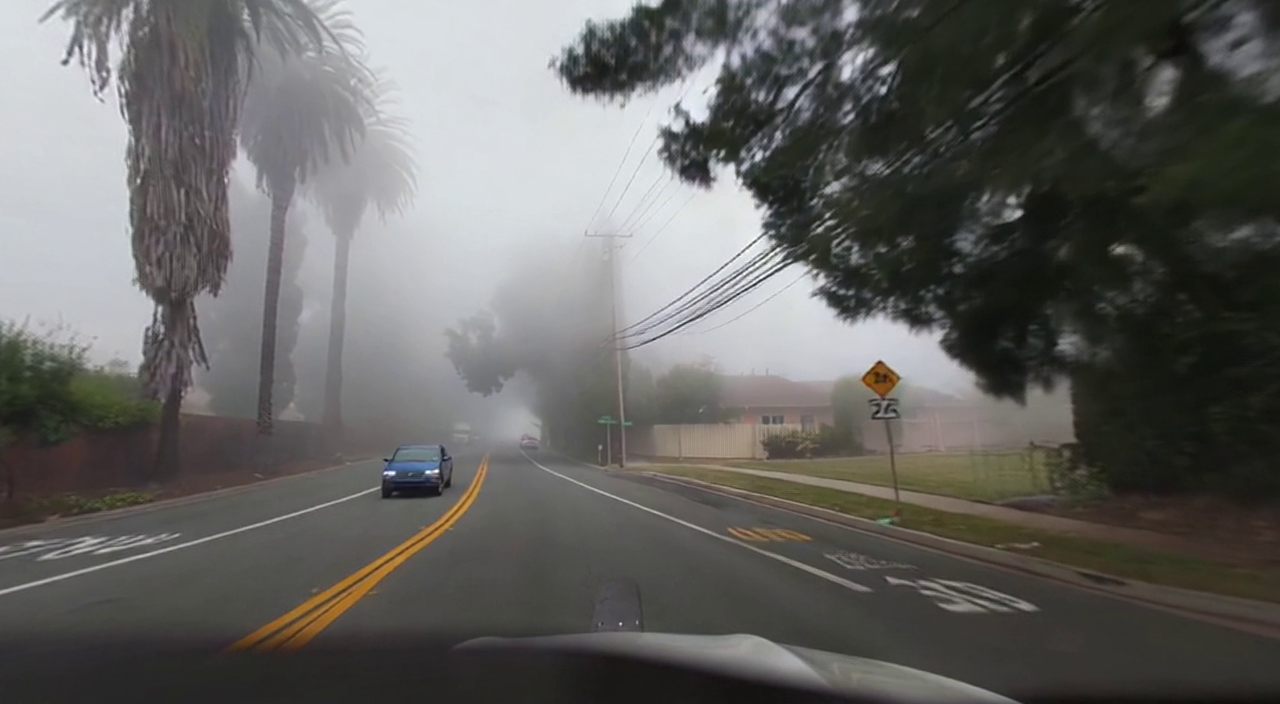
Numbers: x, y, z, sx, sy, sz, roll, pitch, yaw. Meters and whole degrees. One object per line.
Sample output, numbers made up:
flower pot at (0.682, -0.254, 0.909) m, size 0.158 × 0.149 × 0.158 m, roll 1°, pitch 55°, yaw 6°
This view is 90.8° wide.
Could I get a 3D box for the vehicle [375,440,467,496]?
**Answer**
vehicle at (-6.692, 3.547, 19.808) m, size 2.061 × 1.510 × 4.457 m, roll 1°, pitch -9°, yaw -11°
